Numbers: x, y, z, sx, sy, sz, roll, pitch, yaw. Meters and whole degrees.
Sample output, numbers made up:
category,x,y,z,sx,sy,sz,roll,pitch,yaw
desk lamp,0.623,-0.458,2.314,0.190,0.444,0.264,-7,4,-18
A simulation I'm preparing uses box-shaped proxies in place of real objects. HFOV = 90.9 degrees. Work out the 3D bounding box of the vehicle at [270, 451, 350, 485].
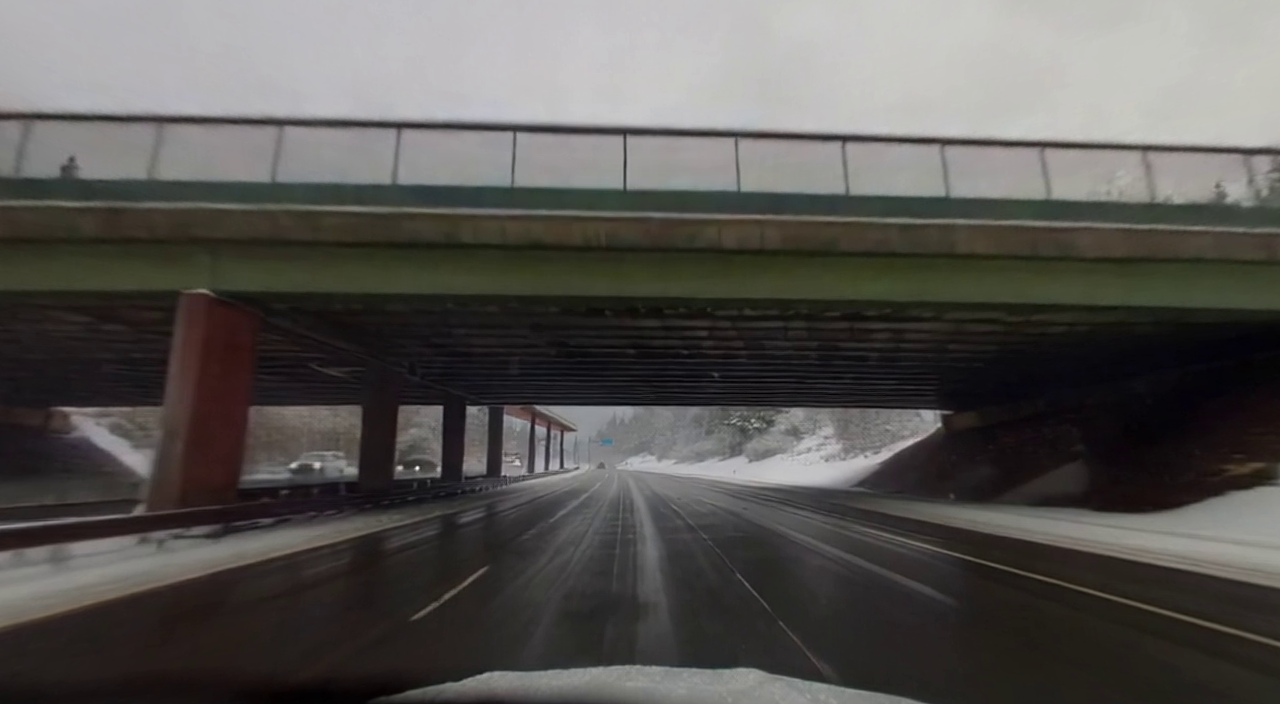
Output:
category,x,y,z,sx,sy,sz,roll,pitch,yaw
vehicle,-17.144,6.074,32.978,1.942,1.617,4.080,1,-11,-1

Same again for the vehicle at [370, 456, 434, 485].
category,x,y,z,sx,sy,sz,roll,pitch,yaw
vehicle,-13.340,6.687,35.630,1.912,1.470,4.330,1,-11,0
